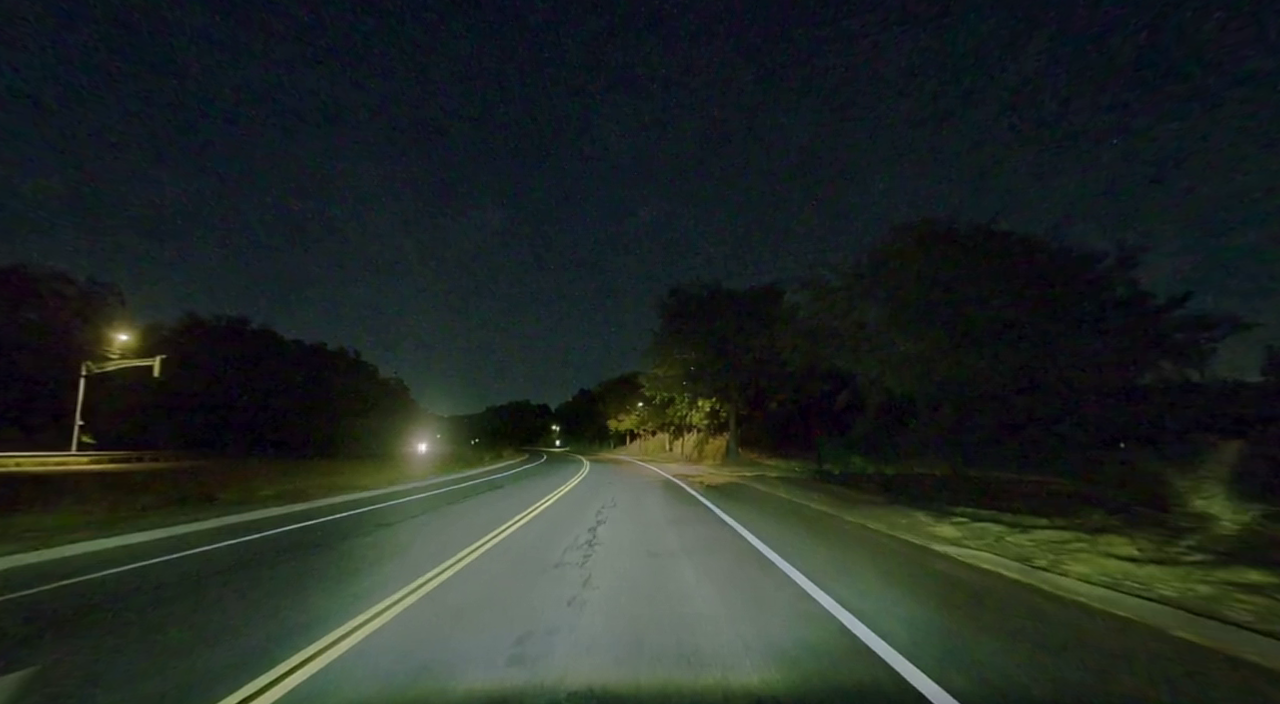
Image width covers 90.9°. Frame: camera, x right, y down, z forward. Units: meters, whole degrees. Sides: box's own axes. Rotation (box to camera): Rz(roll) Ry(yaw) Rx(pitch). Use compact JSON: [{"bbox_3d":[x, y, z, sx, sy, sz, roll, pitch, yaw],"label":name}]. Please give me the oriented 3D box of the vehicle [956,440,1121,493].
[{"bbox_3d":[12.668,3.630,20.184,4.139,1.399,1.817,3,-7,-3],"label":"vehicle"}]
